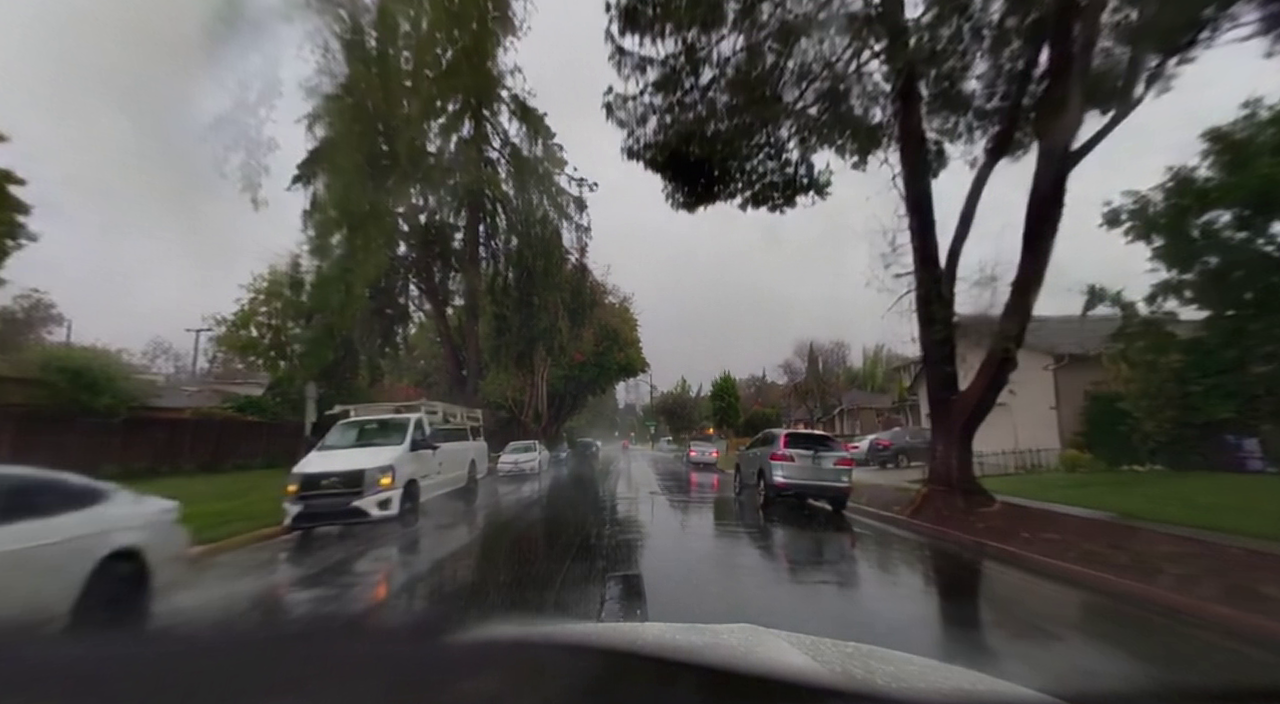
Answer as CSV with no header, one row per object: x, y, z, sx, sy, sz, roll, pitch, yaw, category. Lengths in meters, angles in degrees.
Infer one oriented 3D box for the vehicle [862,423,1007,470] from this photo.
12.292,3.965,26.602,5.043,1.865,2.026,0,-8,-1,vehicle

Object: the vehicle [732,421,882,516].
3.486,2.537,14.207,2.082,1.790,4.330,0,-9,-1,vehicle

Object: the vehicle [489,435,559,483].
-4.927,4.565,27.606,2.140,1.815,4.926,0,-7,0,vehicle

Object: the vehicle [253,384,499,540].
-4.910,2.147,13.335,2.476,2.434,6.543,-1,-7,-1,vehicle

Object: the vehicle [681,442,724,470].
3.438,5.812,35.466,1.945,1.495,3.983,0,-8,-1,vehicle

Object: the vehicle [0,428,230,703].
-4.435,1.159,3.111,2.031,1.479,4.497,-2,-7,-3,vehicle
